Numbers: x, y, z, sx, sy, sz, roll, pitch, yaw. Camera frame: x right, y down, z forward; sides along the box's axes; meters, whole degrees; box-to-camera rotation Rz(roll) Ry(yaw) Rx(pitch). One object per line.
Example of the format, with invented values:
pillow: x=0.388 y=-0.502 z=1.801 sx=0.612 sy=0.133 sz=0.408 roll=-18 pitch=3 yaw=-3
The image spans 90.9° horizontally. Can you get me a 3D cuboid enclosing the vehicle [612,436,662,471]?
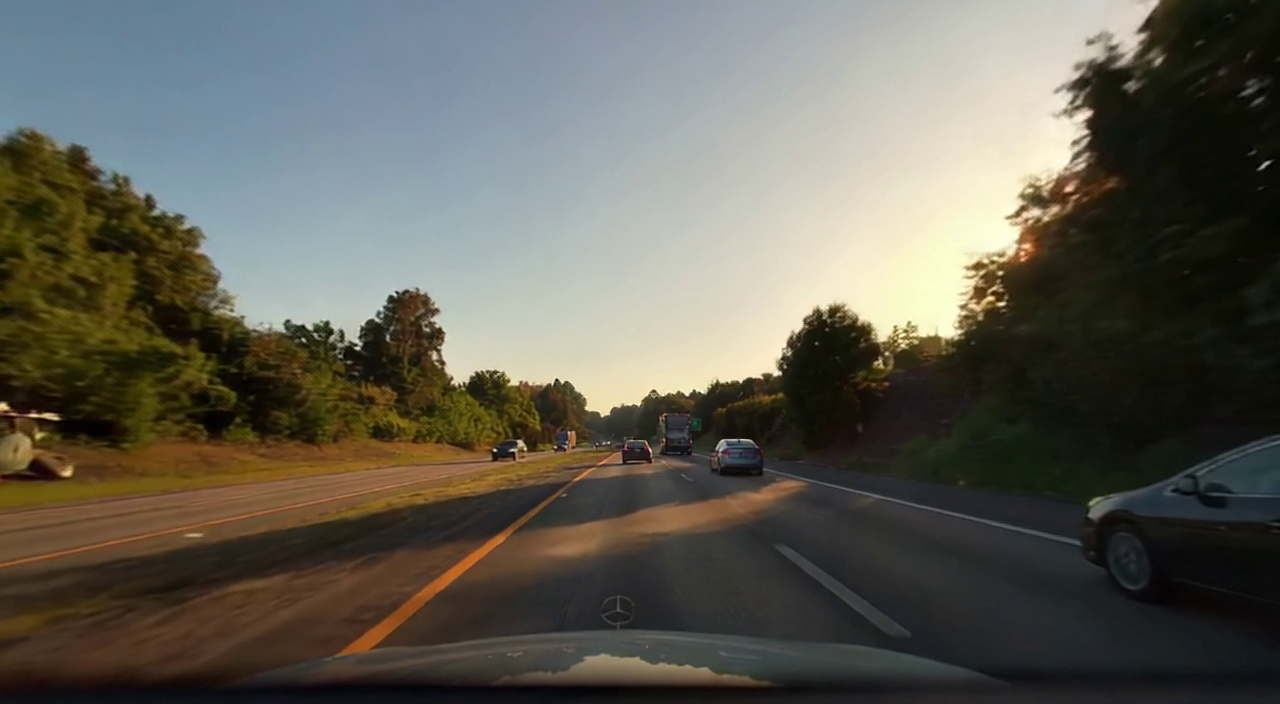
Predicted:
vehicle: x=-0.157 y=4.567 z=28.759 sx=2.143 sy=1.466 sz=3.693 roll=0 pitch=-8 yaw=-1

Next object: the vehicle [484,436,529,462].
vehicle: x=-9.569 y=6.914 z=45.453 sx=2.213 sy=1.760 sz=4.705 roll=0 pitch=-8 yaw=0

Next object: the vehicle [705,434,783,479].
vehicle: x=3.729 y=3.821 z=23.505 sx=2.004 sy=1.469 sz=4.472 roll=0 pitch=-8 yaw=-2

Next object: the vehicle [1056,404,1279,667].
vehicle: x=4.787 y=1.037 z=3.436 sx=2.066 sy=1.526 sz=4.216 roll=0 pitch=-8 yaw=-1
